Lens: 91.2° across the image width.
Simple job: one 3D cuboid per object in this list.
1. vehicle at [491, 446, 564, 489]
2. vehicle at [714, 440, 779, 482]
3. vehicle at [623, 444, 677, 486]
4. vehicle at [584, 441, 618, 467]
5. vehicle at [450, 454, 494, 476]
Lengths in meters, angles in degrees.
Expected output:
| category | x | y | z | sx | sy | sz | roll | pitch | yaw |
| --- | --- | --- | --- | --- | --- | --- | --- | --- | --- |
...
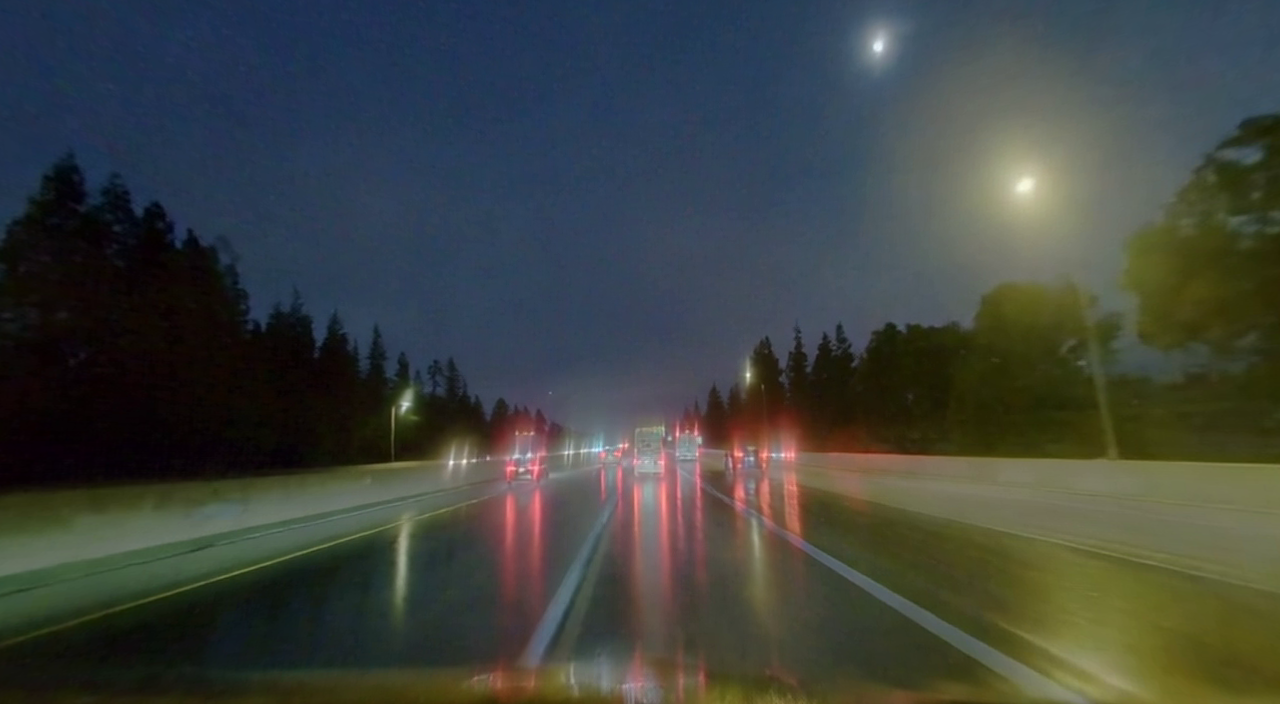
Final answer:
| category | x | y | z | sx | sy | sz | roll | pitch | yaw |
| --- | --- | --- | --- | --- | --- | --- | --- | --- | --- |
| vehicle | -4.223 | 4.420 | 24.275 | 1.967 | 1.473 | 4.439 | 0 | -9 | 1 |
| vehicle | 4.477 | 4.666 | 27.016 | 2.018 | 1.639 | 4.149 | 0 | -9 | -1 |
| vehicle | 0.367 | 4.543 | 25.456 | 2.015 | 1.526 | 4.286 | 0 | -9 | 0 |
| vehicle | -2.996 | 8.018 | 49.330 | 2.230 | 1.973 | 4.403 | -1 | -9 | 2 |
| vehicle | -12.452 | 8.360 | 46.725 | 1.923 | 1.488 | 4.501 | 0 | -9 | 1 |
